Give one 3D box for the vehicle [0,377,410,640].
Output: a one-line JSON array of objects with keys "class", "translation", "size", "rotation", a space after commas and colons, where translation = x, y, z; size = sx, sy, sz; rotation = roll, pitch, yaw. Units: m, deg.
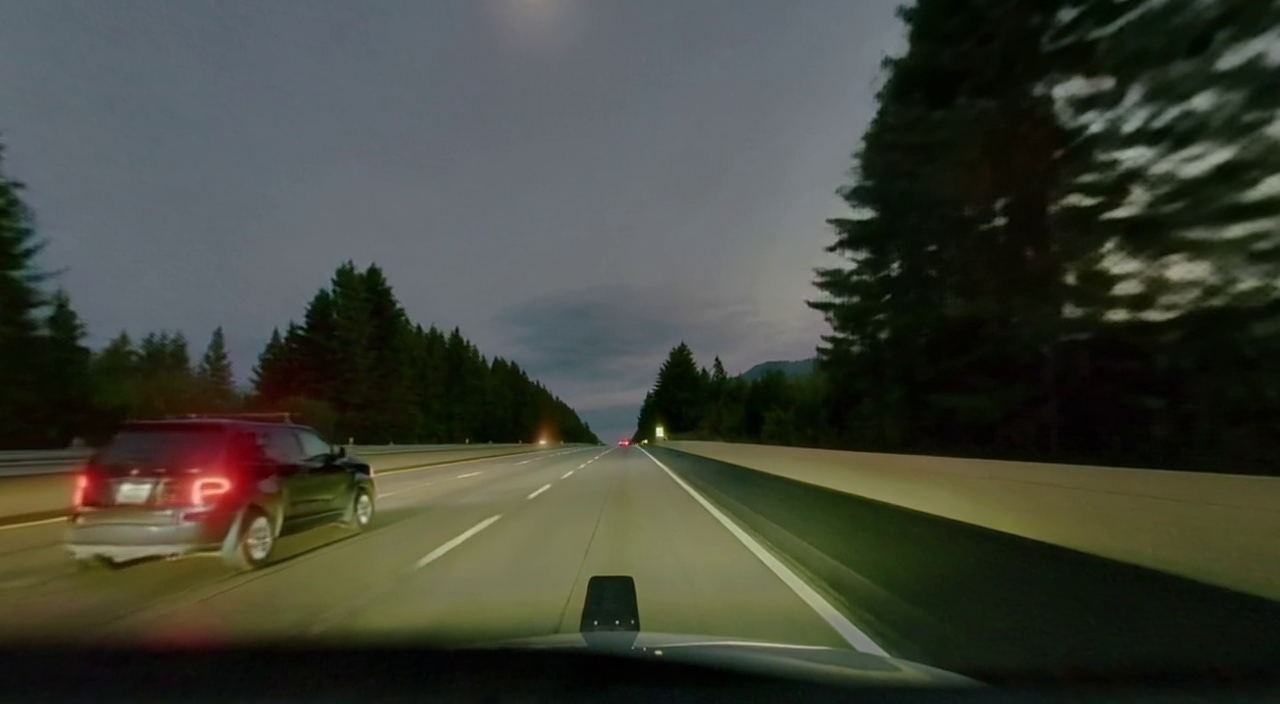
[{"class": "vehicle", "translation": [-4.033, 1.266, 6.133], "size": [2.034, 1.675, 4.080], "rotation": [0, -7, 0]}]
